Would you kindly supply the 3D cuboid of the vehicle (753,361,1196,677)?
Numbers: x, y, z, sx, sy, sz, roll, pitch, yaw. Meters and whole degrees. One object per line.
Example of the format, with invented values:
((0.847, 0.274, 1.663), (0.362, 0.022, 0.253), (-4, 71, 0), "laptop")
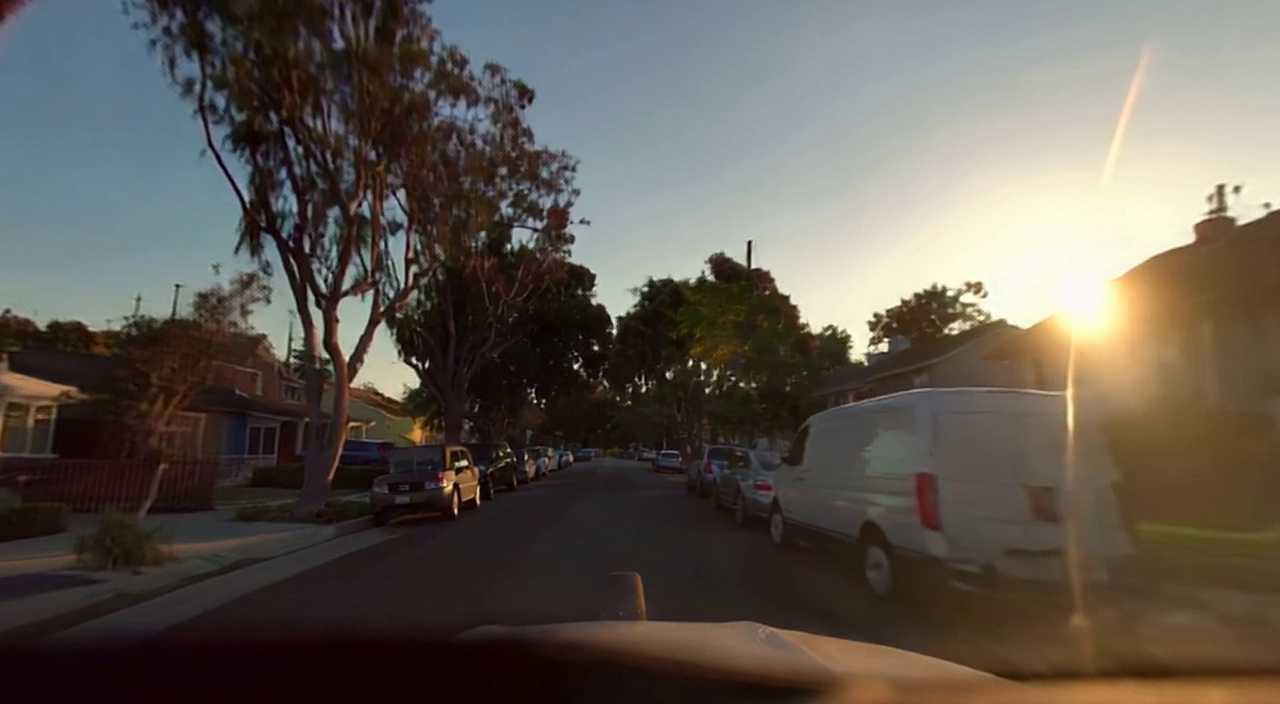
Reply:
((2.769, 1.451, 6.884), (1.993, 2.129, 4.893), (-1, -7, -2), "vehicle")

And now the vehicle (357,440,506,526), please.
((-4.518, 2.867, 14.557), (1.908, 1.493, 4.806), (3, -8, -2), "vehicle")

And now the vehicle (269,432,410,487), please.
((-10.860, 3.885, 22.990), (4.153, 1.550, 2.029), (-2, -2, -3), "vehicle")

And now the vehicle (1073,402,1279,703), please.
((2.827, 0.663, 0.346), (1.828, 1.442, 4.476), (-1, -7, -3), "vehicle")
